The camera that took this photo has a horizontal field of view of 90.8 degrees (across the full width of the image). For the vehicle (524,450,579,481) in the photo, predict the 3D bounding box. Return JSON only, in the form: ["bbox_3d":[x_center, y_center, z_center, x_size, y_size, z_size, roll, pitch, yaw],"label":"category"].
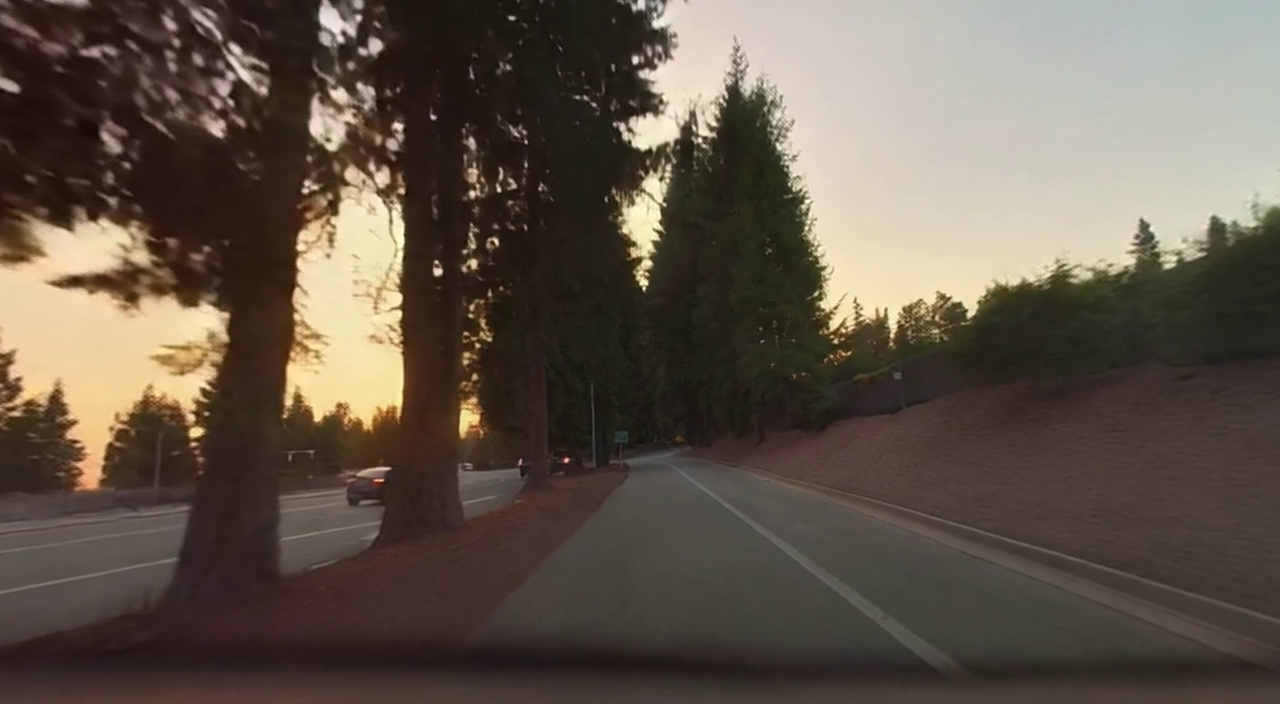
[{"bbox_3d":[-5.252,6.805,38.277,2.049,1.699,4.860,-1,-8,8],"label":"vehicle"}]

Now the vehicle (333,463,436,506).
[{"bbox_3d":[-10.948,5.680,27.562,1.886,1.535,4.742,-1,-8,10],"label":"vehicle"}]
